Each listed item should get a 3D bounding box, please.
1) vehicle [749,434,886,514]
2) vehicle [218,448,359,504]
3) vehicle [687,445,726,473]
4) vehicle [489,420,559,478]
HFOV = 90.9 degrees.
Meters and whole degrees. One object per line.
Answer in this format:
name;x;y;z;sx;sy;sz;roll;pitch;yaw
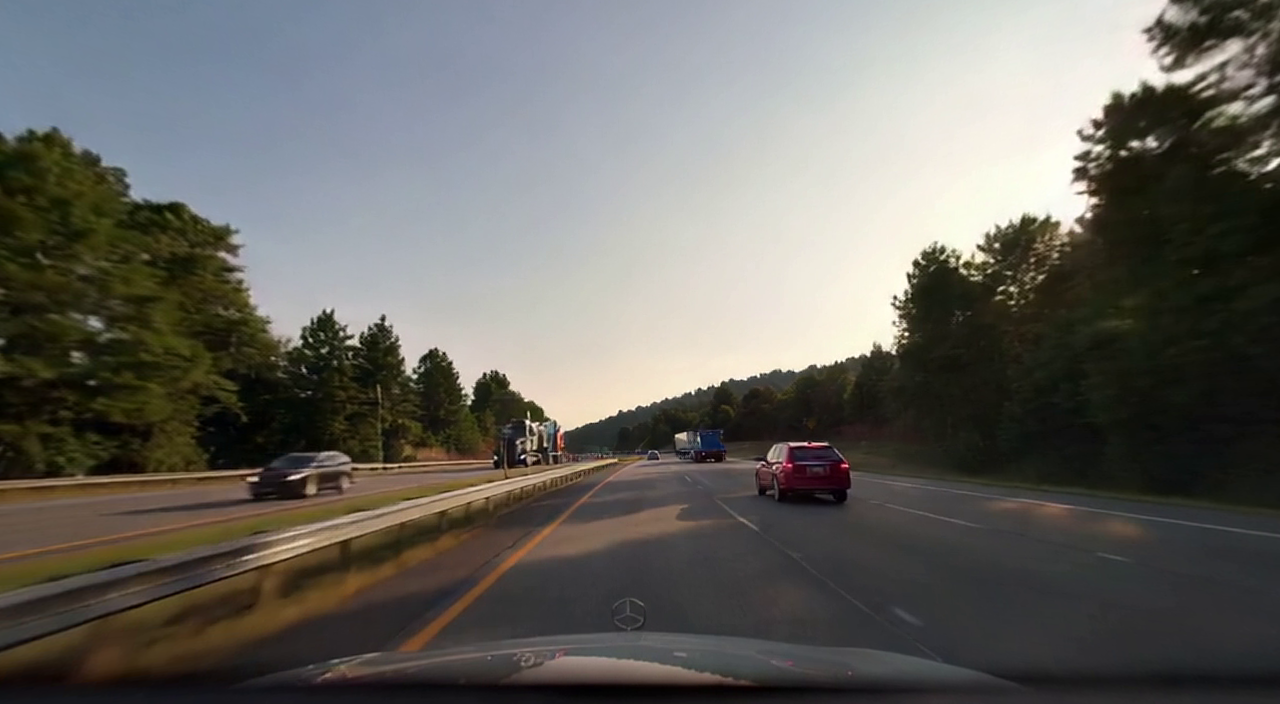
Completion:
vehicle;3.981;2.810;14.925;2.005;1.604;4.002;0;-9;-1
vehicle;-12.668;4.469;23.245;2.143;1.787;5.264;0;-9;0
vehicle;4.244;6.883;40.704;2.022;1.658;4.132;0;-9;0
vehicle;-7.565;6.508;42.350;3.011;3.465;8.510;0;-9;1
